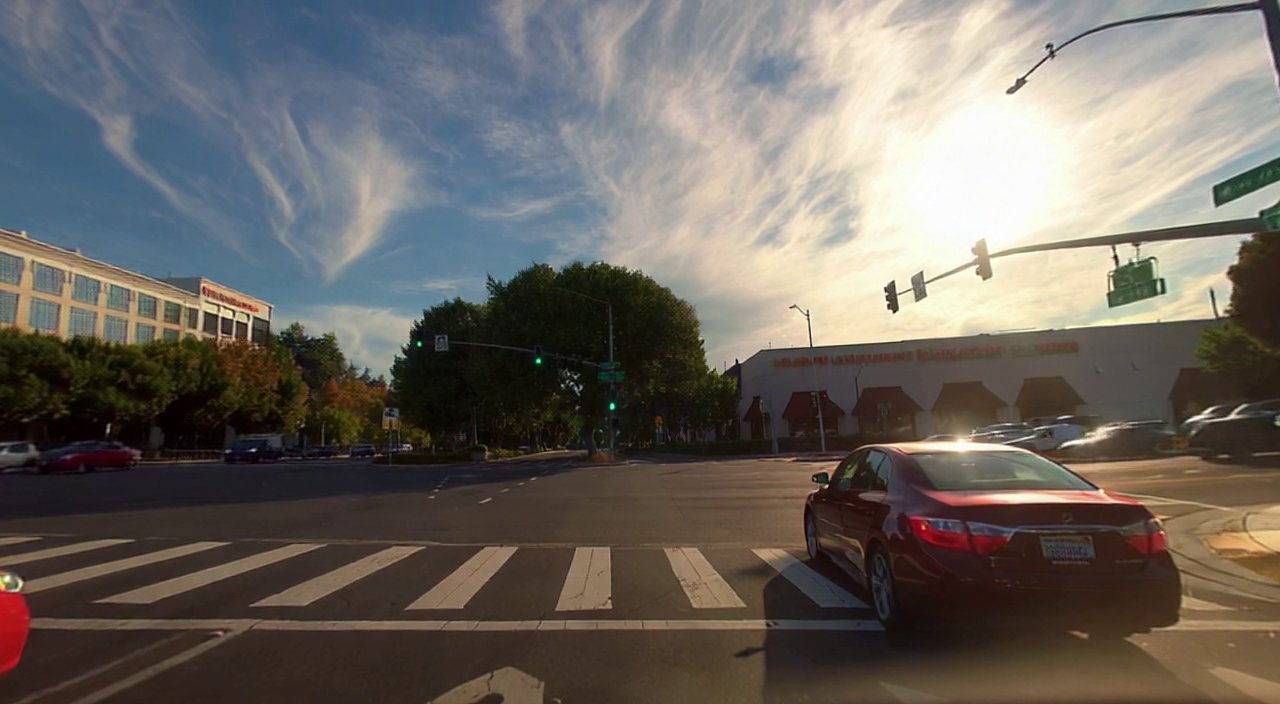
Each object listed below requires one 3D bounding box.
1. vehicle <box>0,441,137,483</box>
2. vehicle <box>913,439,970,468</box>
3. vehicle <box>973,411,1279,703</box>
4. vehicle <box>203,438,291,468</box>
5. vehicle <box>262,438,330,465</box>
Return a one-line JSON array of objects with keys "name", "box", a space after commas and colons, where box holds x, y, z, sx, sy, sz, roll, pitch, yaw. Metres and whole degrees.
[{"name": "vehicle", "box": [-22.493, 4.218, 24.433, 2.206, 1.447, 4.697, 0, -8, -2]}, {"name": "vehicle", "box": [16.974, 5.685, 35.373, 1.930, 1.492, 4.703, -7, -10, 36]}, {"name": "vehicle", "box": [4.110, 1.070, 3.319, 1.940, 1.487, 4.562, 0, -8, -5]}, {"name": "vehicle", "box": [-27.341, 7.057, 44.233, 2.233, 1.889, 6.305, 0, -8, -1]}, {"name": "vehicle", "box": [-23.555, 6.840, 43.382, 2.111, 1.742, 4.757, 0, -8, -2]}]
